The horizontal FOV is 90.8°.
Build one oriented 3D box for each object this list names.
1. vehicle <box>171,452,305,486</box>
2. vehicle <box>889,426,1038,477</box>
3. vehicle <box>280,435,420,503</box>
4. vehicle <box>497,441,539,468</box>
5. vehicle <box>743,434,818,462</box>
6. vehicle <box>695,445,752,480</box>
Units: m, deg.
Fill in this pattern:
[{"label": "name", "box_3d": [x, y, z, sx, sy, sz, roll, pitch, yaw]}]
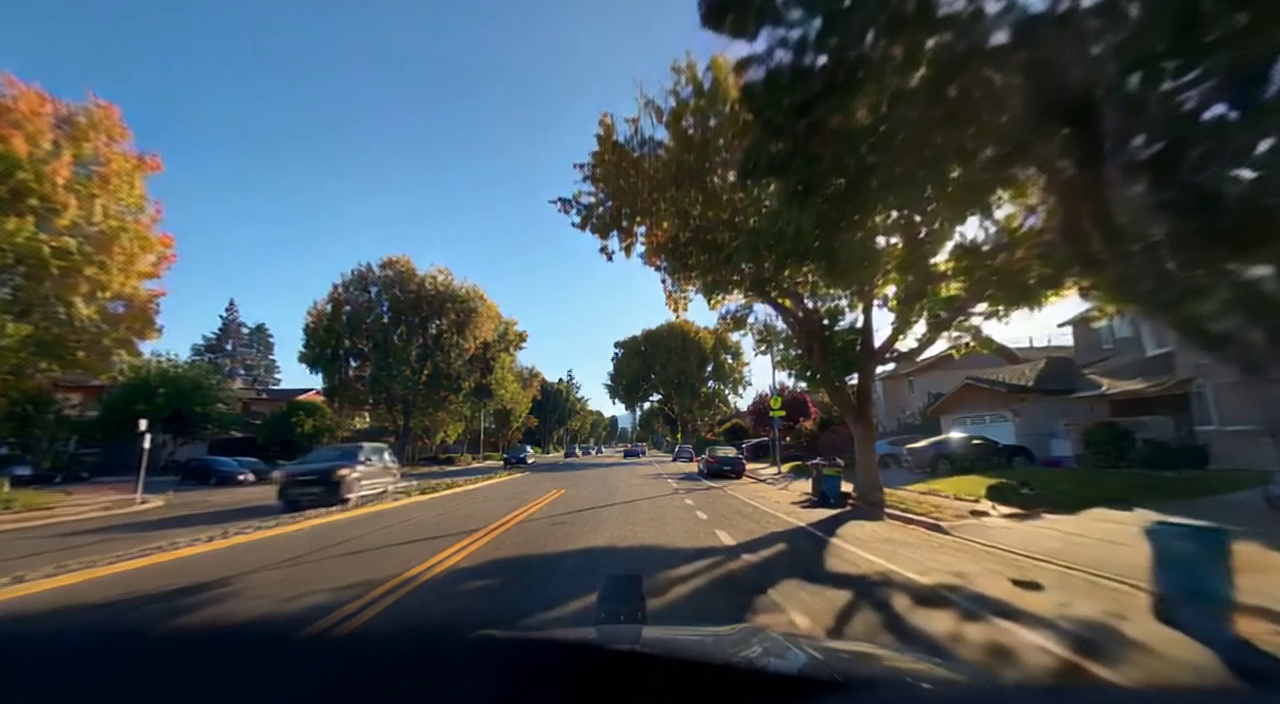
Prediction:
[{"label": "vehicle", "box_3d": [-18.778, 5.472, 29.664, 4.880, 1.500, 1.965, 0, -8, -2]}, {"label": "vehicle", "box_3d": [11.761, 3.631, 23.189, 4.376, 1.509, 1.866, -4, -8, -1]}, {"label": "vehicle", "box_3d": [-8.527, 3.451, 19.135, 2.041, 1.760, 4.522, 0, -8, 0]}, {"label": "vehicle", "box_3d": [-8.522, 7.204, 44.554, 2.090, 1.748, 4.345, 0, -8, 0]}, {"label": "vehicle", "box_3d": [10.403, 7.155, 47.059, 4.964, 1.739, 2.184, -3, -9, 0]}, {"label": "vehicle", "box_3d": [3.753, 5.048, 29.237, 1.991, 1.500, 4.562, 0, -8, -1]}]
